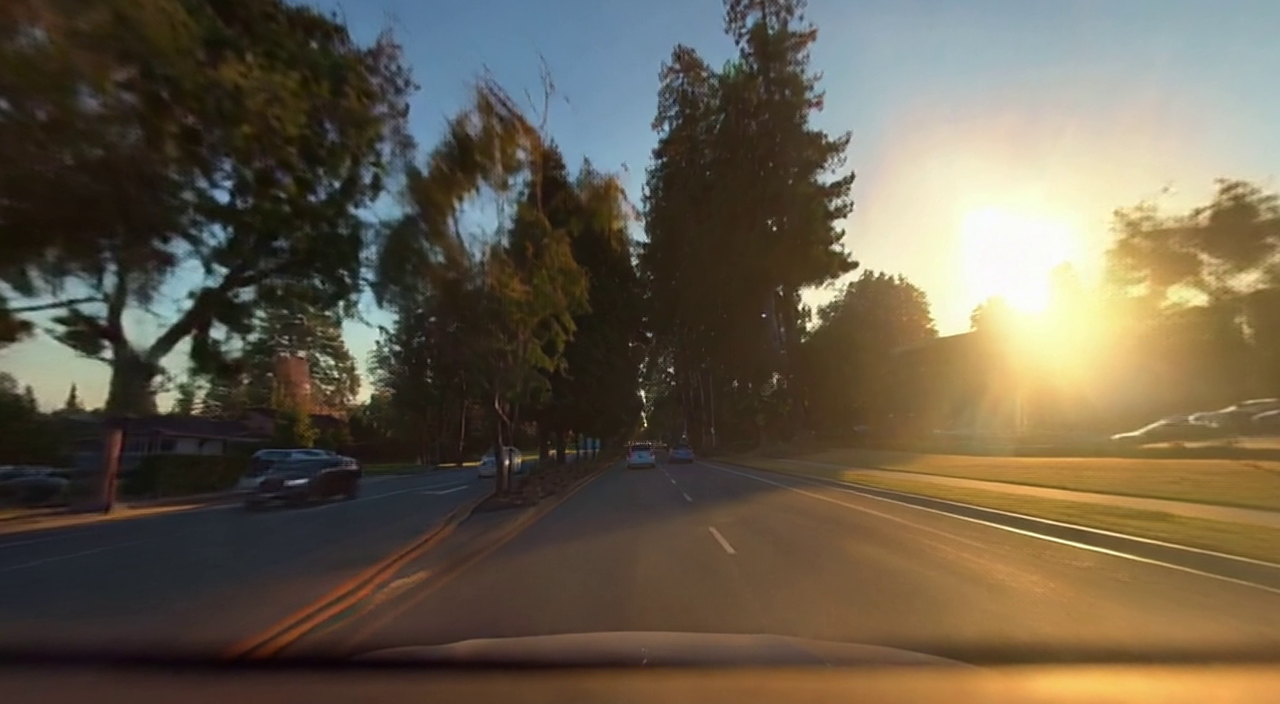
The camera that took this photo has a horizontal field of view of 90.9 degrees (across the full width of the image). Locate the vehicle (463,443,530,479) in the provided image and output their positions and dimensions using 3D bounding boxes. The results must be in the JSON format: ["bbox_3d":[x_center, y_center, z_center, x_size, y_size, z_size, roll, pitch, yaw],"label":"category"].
[{"bbox_3d":[-6.481,4.944,28.995,2.020,1.512,4.296,0,-8,1],"label":"vehicle"}]

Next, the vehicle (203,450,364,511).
[{"bbox_3d":[-10.048,3.607,18.307,1.932,1.484,4.683,0,-8,0],"label":"vehicle"}]

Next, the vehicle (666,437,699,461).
[{"bbox_3d":[3.248,7.523,48.976,2.189,1.766,4.495,0,-8,0],"label":"vehicle"}]

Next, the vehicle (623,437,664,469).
[{"bbox_3d":[0.159,5.572,34.886,2.109,1.612,3.963,0,-8,-1],"label":"vehicle"}]
